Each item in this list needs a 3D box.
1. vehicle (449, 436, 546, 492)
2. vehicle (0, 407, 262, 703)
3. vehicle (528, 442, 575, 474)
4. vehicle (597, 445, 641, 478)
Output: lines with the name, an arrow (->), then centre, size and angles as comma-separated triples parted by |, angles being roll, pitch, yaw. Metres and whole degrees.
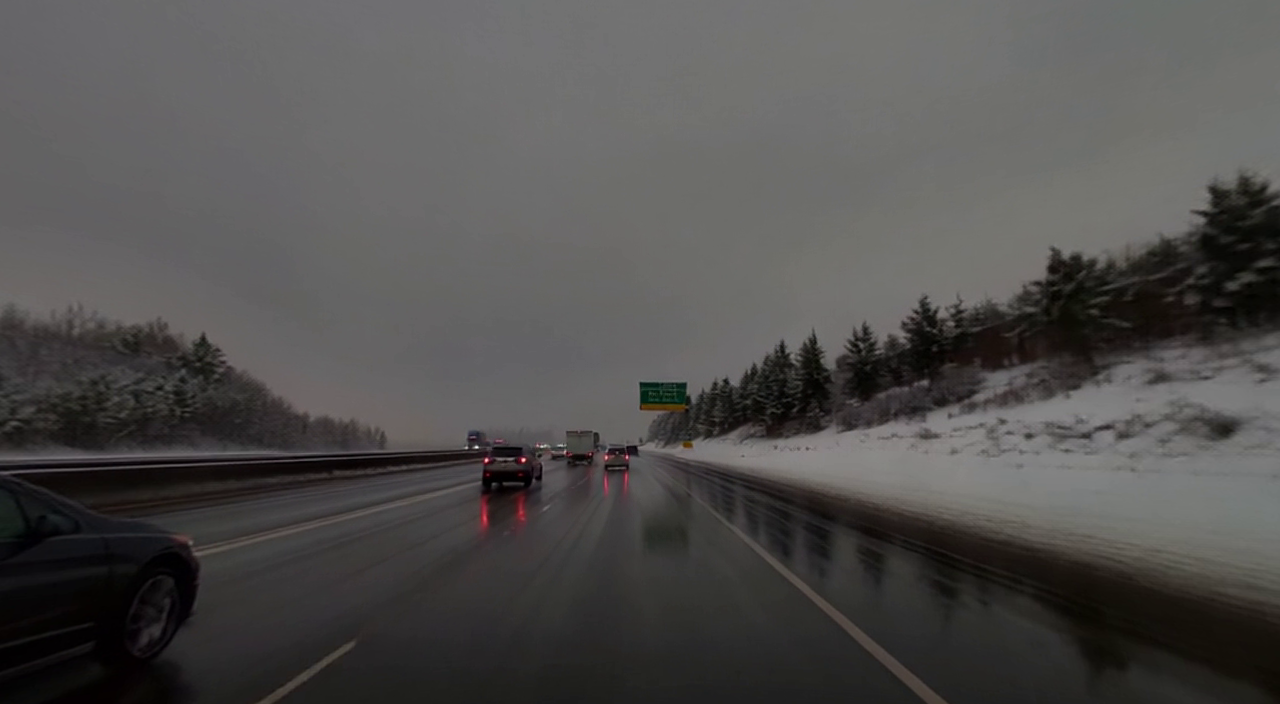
vehicle -> -4.477, 3.608, 20.581 | 2.208, 1.619, 4.162 | 0, -9, 0
vehicle -> -3.900, 1.006, 2.853 | 1.892, 1.492, 3.940 | 0, -9, 0
vehicle -> -4.822, 5.831, 34.884 | 2.118, 1.624, 4.032 | 0, -9, -1
vehicle -> -1.004, 5.236, 30.458 | 1.988, 1.440, 4.201 | 0, -9, -2
